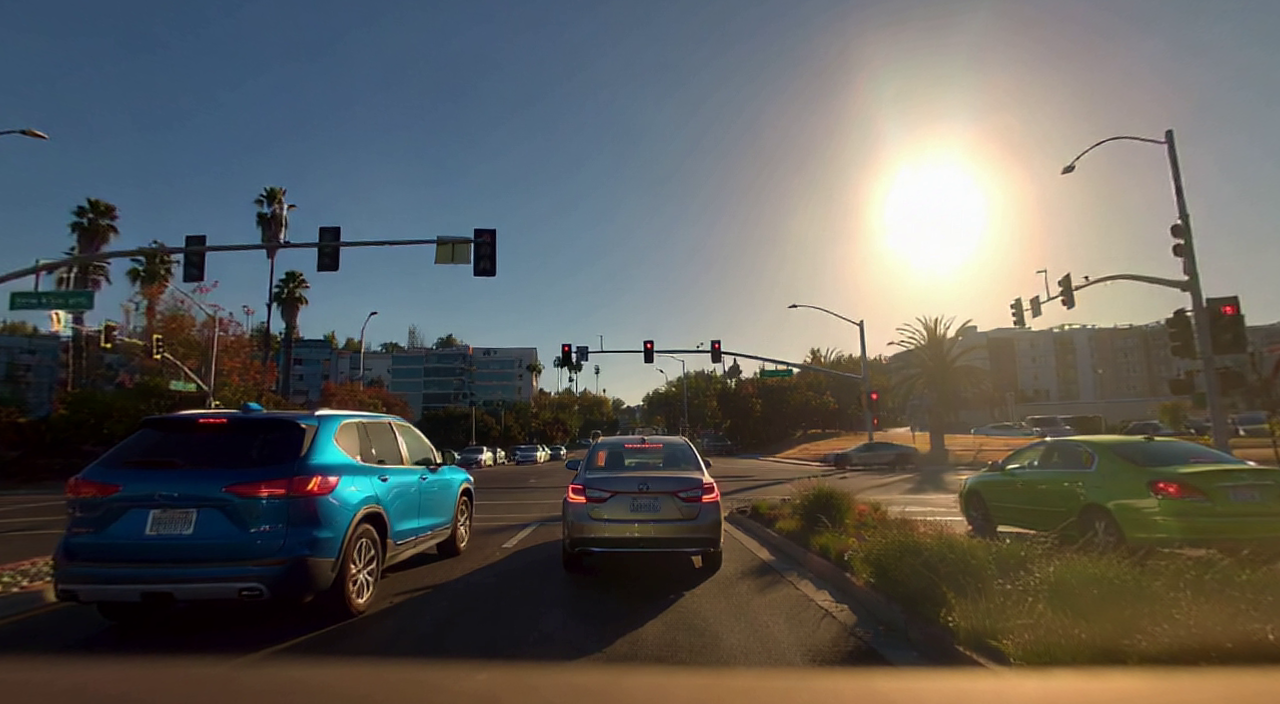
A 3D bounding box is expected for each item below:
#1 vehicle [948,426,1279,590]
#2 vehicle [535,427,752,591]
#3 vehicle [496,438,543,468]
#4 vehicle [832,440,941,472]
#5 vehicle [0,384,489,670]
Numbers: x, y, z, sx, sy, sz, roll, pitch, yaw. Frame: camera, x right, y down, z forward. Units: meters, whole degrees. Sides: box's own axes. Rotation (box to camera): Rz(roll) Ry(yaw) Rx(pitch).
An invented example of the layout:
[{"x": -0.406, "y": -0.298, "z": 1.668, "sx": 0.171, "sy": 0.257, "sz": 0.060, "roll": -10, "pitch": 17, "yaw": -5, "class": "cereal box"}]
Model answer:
[{"x": 6.088, "y": 1.761, "z": 8.087, "sx": 1.970, "sy": 1.489, "sz": 4.482, "roll": 0, "pitch": -8, "yaw": -1, "class": "vehicle"}, {"x": -0.001, "y": 1.706, "z": 7.717, "sx": 1.942, "sy": 1.445, "sz": 3.973, "roll": 0, "pitch": -8, "yaw": -1, "class": "vehicle"}, {"x": -7.936, "y": 6.697, "z": 42.030, "sx": 2.130, "sy": 1.810, "sz": 4.450, "roll": -2, "pitch": -8, "yaw": 1, "class": "vehicle"}, {"x": 12.510, "y": 5.305, "z": 32.278, "sx": 4.705, "sy": 1.560, "sz": 1.887, "roll": 0, "pitch": -8, "yaw": 0, "class": "vehicle"}, {"x": -3.101, "y": 1.367, "z": 6.068, "sx": 2.051, "sy": 1.682, "sz": 4.467, "roll": 0, "pitch": -8, "yaw": 2, "class": "vehicle"}]
